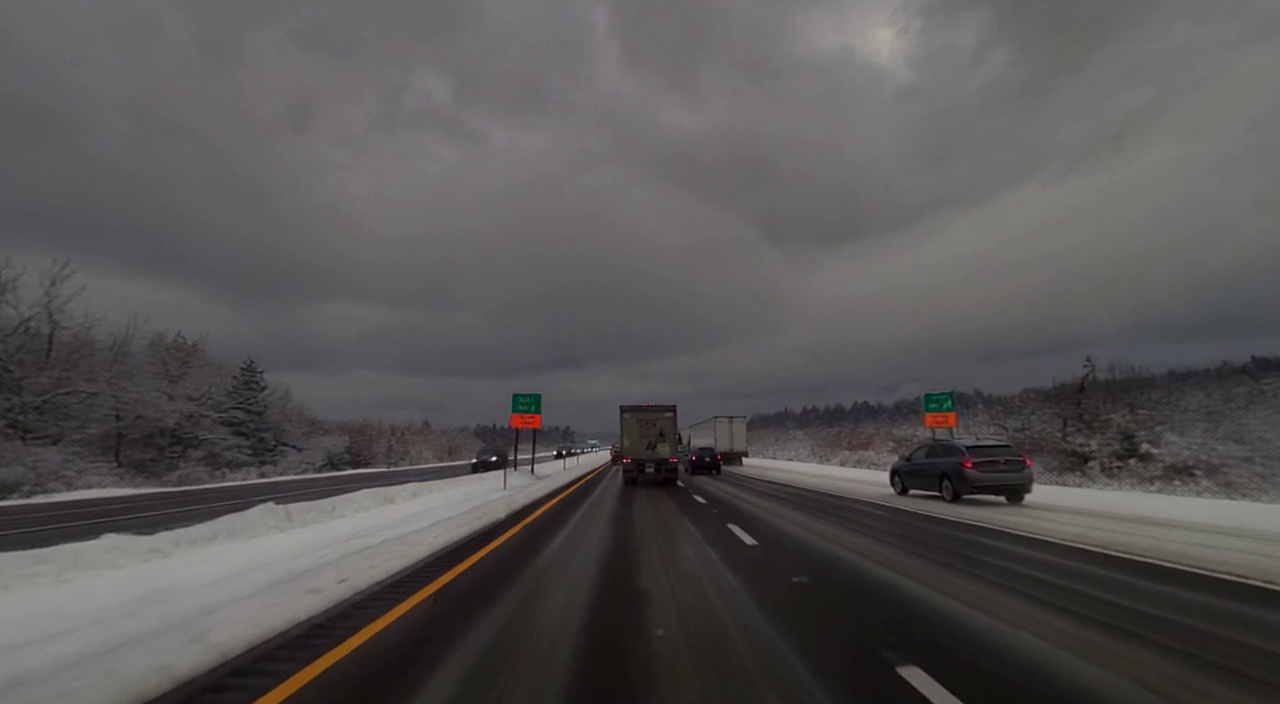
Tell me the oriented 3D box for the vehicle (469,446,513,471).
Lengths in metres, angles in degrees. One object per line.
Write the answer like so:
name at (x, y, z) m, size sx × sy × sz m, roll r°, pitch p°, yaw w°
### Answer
vehicle at (-9.941, 7.138, 42.117) m, size 1.918 × 1.578 × 4.140 m, roll 0°, pitch -9°, yaw 0°

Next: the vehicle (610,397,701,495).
vehicle at (0.718, 3.131, 20.788) m, size 2.506 × 2.743 × 6.093 m, roll -1°, pitch -9°, yaw 6°

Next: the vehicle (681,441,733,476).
vehicle at (3.318, 5.420, 31.923) m, size 2.127 × 1.642 × 3.899 m, roll 0°, pitch -9°, yaw -1°

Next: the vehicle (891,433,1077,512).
vehicle at (7.558, 2.667, 14.286) m, size 1.988 × 1.534 × 3.763 m, roll 0°, pitch -9°, yaw -2°
